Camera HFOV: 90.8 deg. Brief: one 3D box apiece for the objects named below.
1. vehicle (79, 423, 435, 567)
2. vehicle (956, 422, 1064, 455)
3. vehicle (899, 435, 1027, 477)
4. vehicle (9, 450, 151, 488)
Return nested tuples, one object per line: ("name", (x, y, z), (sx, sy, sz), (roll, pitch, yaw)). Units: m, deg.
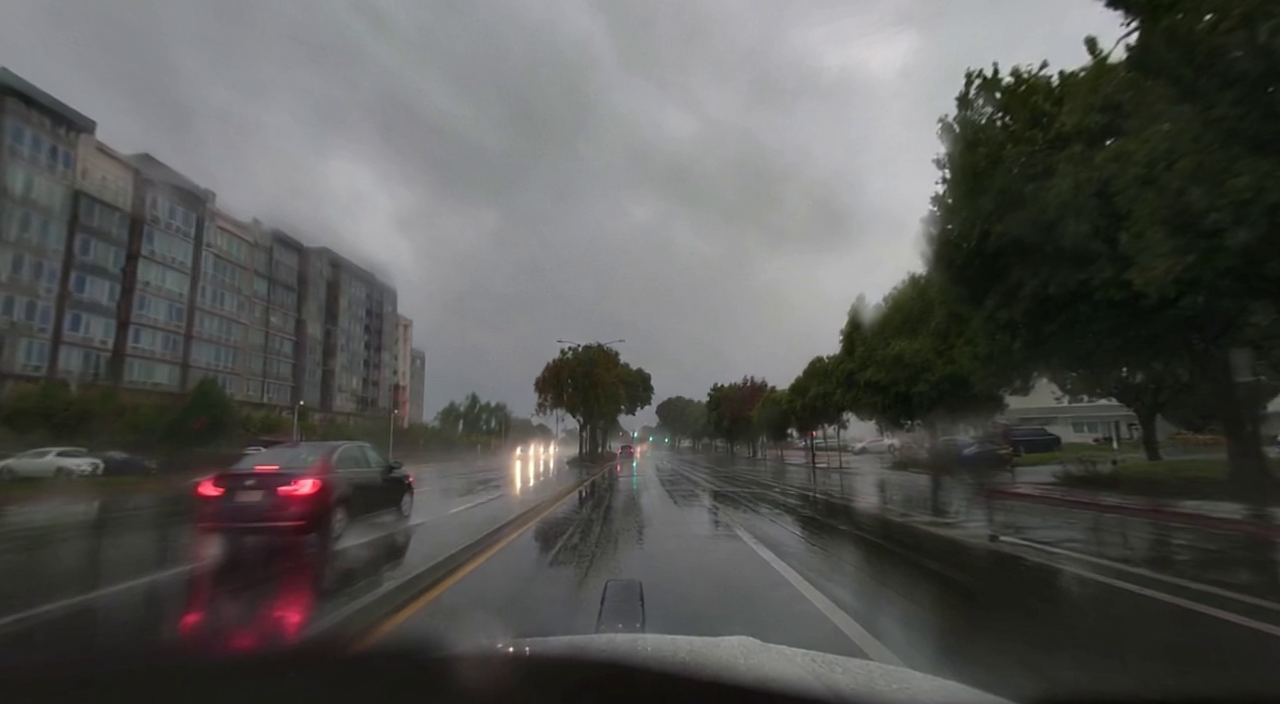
("vehicle", (-5.108, 1.988, 9.762), (2.140, 1.559, 5.549), (0, -9, -1))
("vehicle", (22.174, 5.256, 38.052), (2.308, 1.856, 4.987), (7, -11, -39))
("vehicle", (14.973, 4.821, 29.445), (4.761, 1.832, 2.201), (1, -9, -7))
("vehicle", (-24.368, 5.073, 27.628), (4.252, 1.576, 1.998), (0, -9, 0))
